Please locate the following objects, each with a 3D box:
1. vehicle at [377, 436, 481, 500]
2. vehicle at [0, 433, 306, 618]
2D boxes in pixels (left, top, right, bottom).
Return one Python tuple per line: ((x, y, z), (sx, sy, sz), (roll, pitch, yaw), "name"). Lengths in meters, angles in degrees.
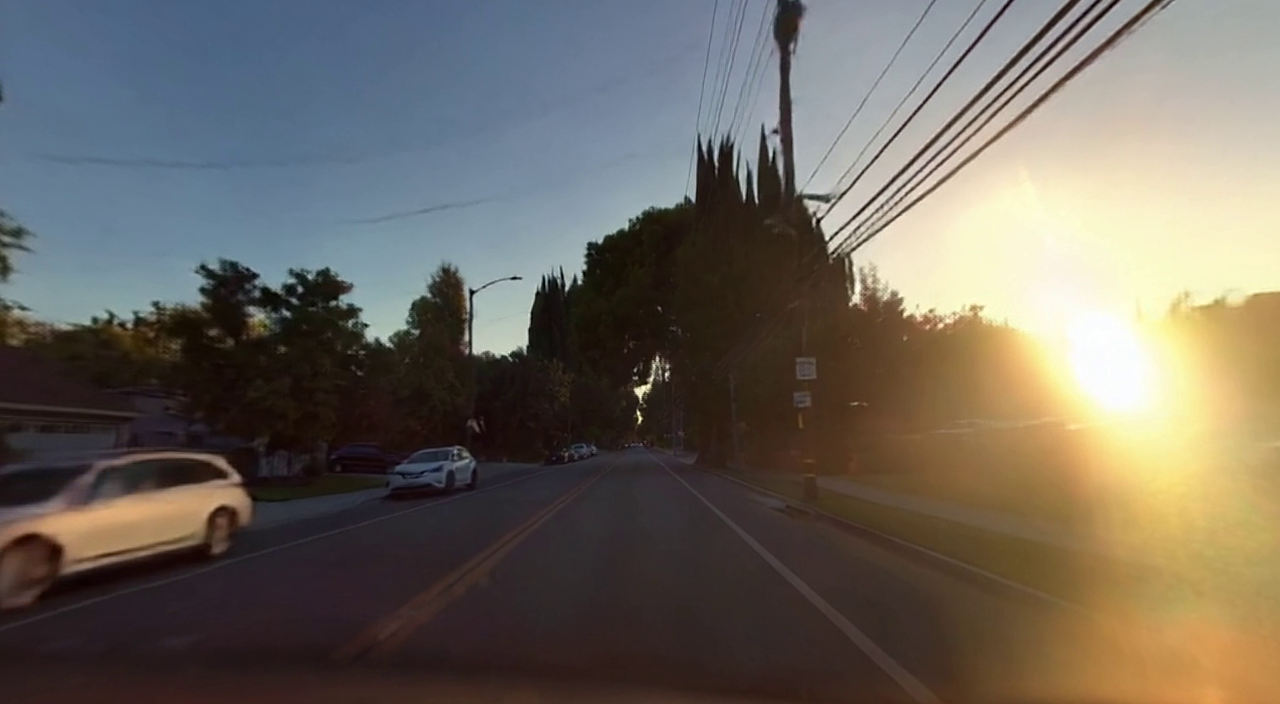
((-6.713, 3.742, 20.607), (1.923, 1.687, 4.511), (-4, -9, -1), "vehicle")
((-6.446, 1.910, 7.671), (2.129, 1.556, 4.778), (-4, -9, 1), "vehicle")
